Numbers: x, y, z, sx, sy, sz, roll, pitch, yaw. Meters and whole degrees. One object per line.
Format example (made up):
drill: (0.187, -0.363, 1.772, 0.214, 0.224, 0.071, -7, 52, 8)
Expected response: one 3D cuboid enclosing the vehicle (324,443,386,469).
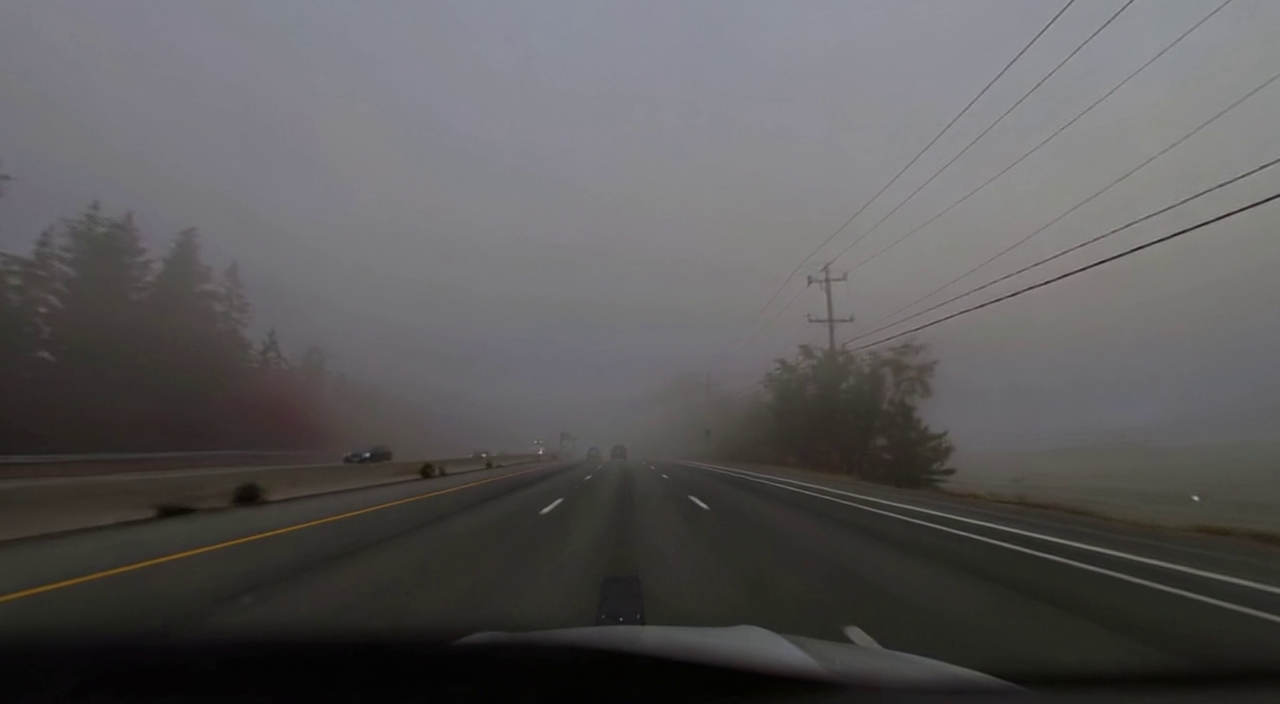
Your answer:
vehicle: (-19.139, 6.996, 42.646, 2.120, 1.660, 4.524, 0, -9, -2)
